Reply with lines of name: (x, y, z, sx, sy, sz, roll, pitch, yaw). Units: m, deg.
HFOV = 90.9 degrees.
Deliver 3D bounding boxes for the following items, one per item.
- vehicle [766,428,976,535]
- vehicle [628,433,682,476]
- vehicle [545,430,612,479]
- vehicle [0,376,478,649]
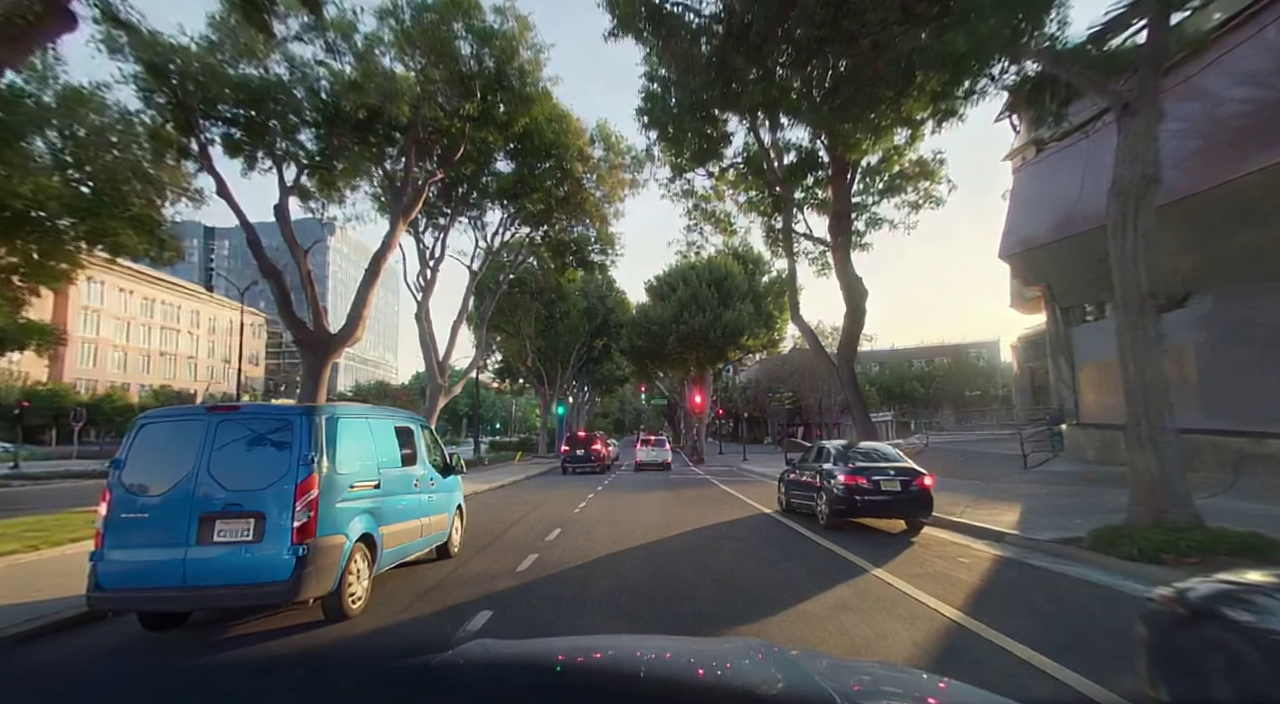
vehicle: (3.662, 2.136, 11.036, 2.067, 1.479, 4.409, 0, -8, 1)
vehicle: (0.650, 4.484, 27.783, 2.205, 1.727, 3.917, 0, -8, 1)
vehicle: (-2.376, 4.135, 25.604, 2.124, 1.799, 4.587, 0, -8, 2)
vehicle: (-3.055, 1.295, 5.983, 1.940, 1.722, 3.823, 0, -8, 1)
